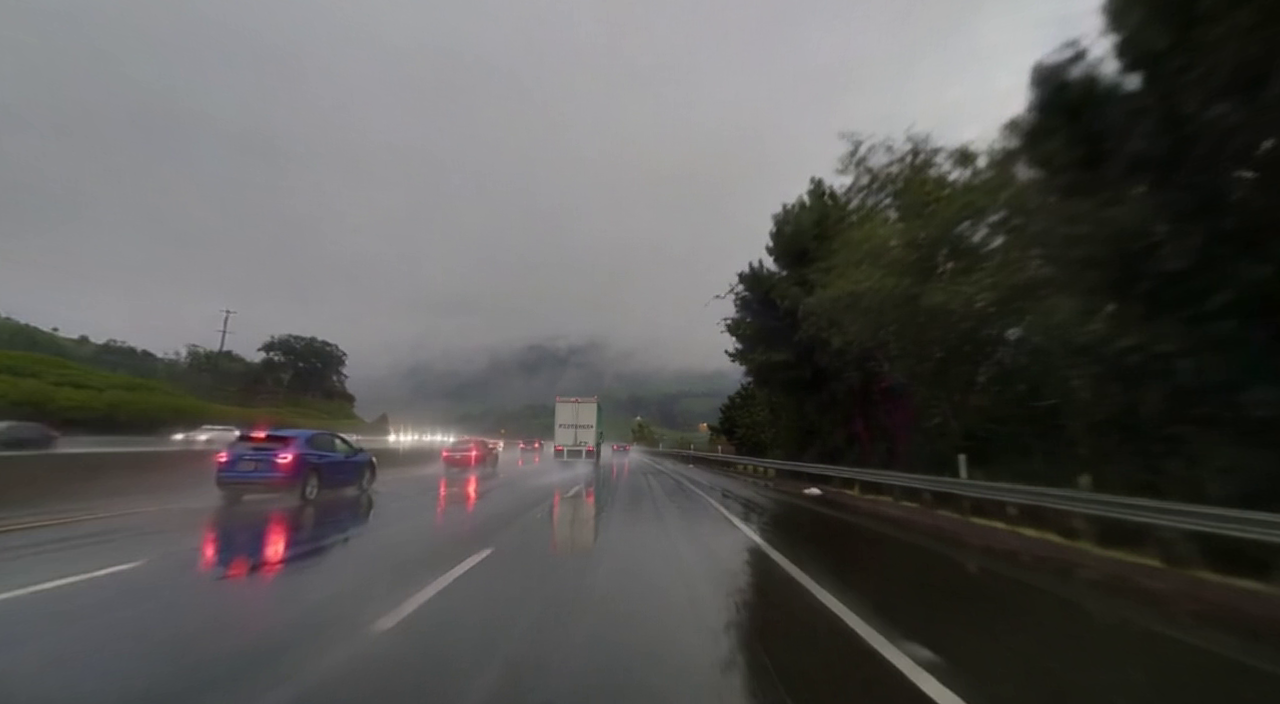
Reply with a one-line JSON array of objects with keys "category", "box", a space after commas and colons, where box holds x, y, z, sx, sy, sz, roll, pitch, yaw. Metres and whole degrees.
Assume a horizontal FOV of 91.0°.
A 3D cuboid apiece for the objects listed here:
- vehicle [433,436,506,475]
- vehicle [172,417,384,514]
[{"category": "vehicle", "box": [-7.792, 4.773, 29.285, 2.099, 1.644, 4.638, 1, -9, -1]}, {"category": "vehicle", "box": [-7.524, 2.410, 13.738, 2.081, 1.740, 4.268, 1, -9, -1]}]
